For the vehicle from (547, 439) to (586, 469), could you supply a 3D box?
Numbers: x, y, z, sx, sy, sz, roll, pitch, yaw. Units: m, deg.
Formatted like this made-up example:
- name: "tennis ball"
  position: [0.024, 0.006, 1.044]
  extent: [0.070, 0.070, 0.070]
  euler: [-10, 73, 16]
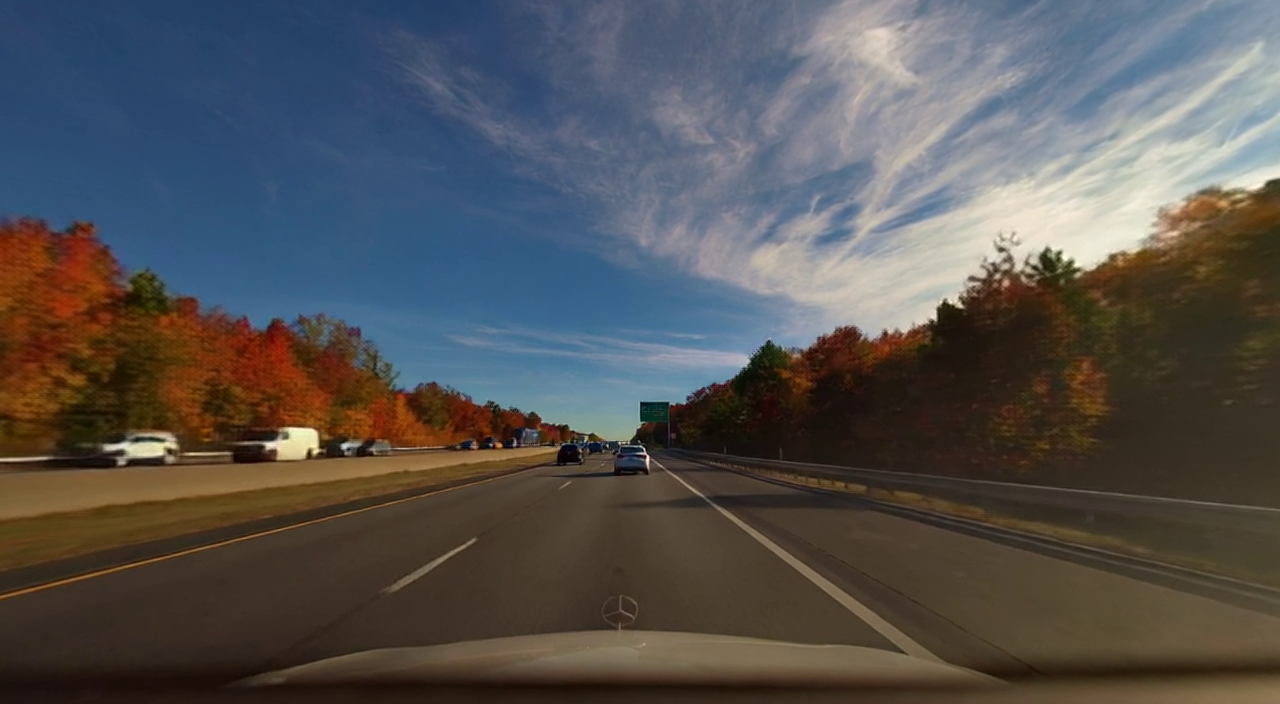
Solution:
- name: "vehicle"
  position: [-4.560, 6.414, 39.519]
  extent: [1.974, 1.688, 4.727]
  euler: [-1, -9, 0]

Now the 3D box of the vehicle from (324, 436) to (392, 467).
- name: "vehicle"
  position: [-14.543, 5.168, 32.568]
  extent: [1.800, 1.517, 4.110]
  euler: [0, -9, -3]

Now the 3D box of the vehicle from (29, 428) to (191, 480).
- name: "vehicle"
  position: [-18.300, 3.556, 21.975]
  extent: [1.873, 1.586, 4.367]
  euler: [-1, -9, 0]

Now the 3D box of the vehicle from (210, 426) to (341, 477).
- name: "vehicle"
  position: [-13.067, 3.621, 22.890]
  extent: [1.995, 1.636, 4.605]
  euler: [-1, -9, 0]

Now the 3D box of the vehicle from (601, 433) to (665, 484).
- name: "vehicle"
  position: [-0.243, 3.844, 22.785]
  extent: [2.115, 1.661, 4.049]
  euler: [0, -9, 0]
